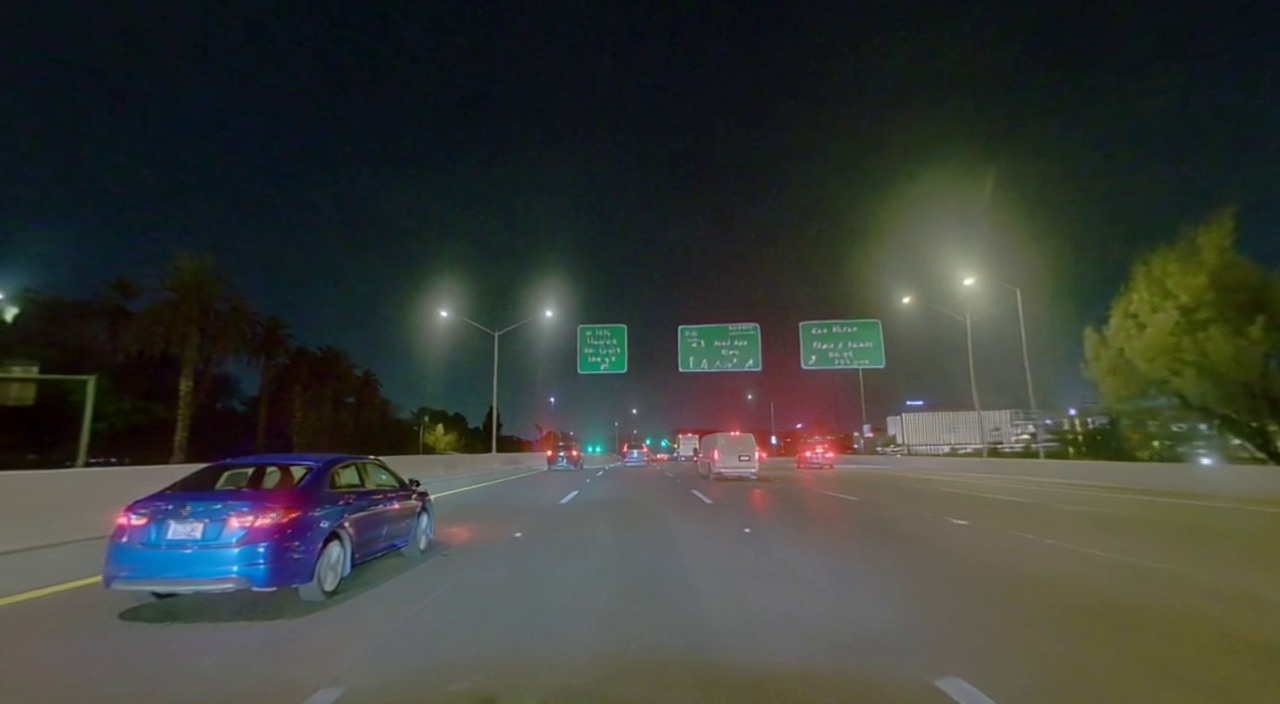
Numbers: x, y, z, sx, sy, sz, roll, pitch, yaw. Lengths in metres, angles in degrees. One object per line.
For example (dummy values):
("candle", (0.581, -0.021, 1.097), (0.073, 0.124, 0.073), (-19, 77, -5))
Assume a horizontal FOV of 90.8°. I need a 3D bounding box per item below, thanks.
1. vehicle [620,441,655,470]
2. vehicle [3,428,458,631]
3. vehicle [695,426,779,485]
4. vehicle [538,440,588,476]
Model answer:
("vehicle", (-0.208, 6.756, 41.493), (2.212, 1.786, 4.198), (0, -9, -1))
("vehicle", (-3.633, 1.637, 6.870), (1.991, 1.469, 4.381), (0, -9, 0))
("vehicle", (3.646, 4.062, 25.021), (2.250, 2.074, 5.723), (0, -9, -2))
("vehicle", (-4.082, 5.741, 34.411), (2.109, 1.793, 4.613), (0, -9, 0))
